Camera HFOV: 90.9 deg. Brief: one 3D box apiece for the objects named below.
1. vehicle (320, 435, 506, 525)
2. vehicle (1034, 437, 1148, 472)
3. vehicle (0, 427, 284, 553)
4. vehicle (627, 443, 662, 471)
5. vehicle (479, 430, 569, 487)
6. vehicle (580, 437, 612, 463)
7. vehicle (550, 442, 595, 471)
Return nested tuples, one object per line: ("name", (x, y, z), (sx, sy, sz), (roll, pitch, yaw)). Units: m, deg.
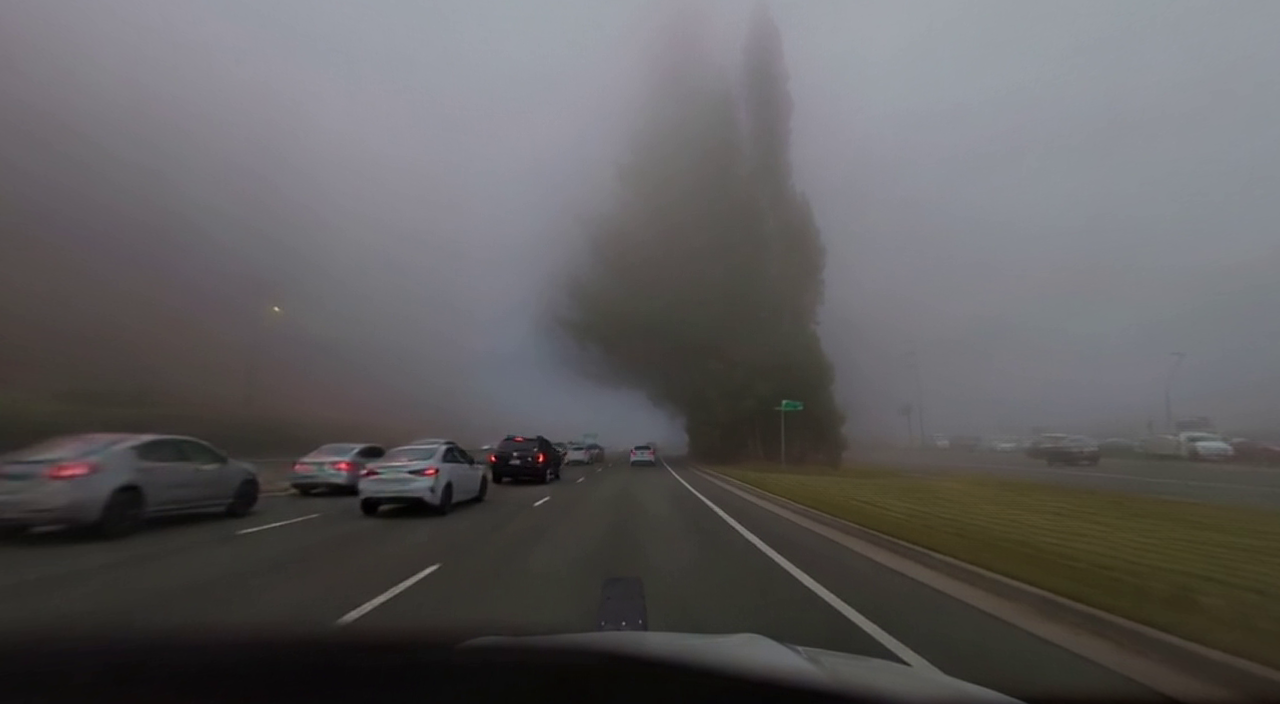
("vehicle", (-4.193, 2.418, 12.562), (1.975, 1.447, 4.356), (-1, -8, 2))
("vehicle", (27.407, 6.219, 38.463), (5.193, 1.955, 2.249), (0, -7, 0))
("vehicle", (-7.725, 1.967, 9.720), (1.901, 1.478, 4.322), (0, -8, 1))
("vehicle", (0.253, 5.919, 35.758), (1.875, 1.453, 3.888), (0, -8, 0))
("vehicle", (-3.873, 3.656, 21.996), (2.130, 1.749, 4.904), (0, -8, 1))
("vehicle", (-3.392, 7.695, 49.688), (2.242, 1.852, 5.201), (0, -8, 0))
("vehicle", (-3.642, 5.701, 34.716), (1.952, 1.471, 4.334), (0, -8, 0))
